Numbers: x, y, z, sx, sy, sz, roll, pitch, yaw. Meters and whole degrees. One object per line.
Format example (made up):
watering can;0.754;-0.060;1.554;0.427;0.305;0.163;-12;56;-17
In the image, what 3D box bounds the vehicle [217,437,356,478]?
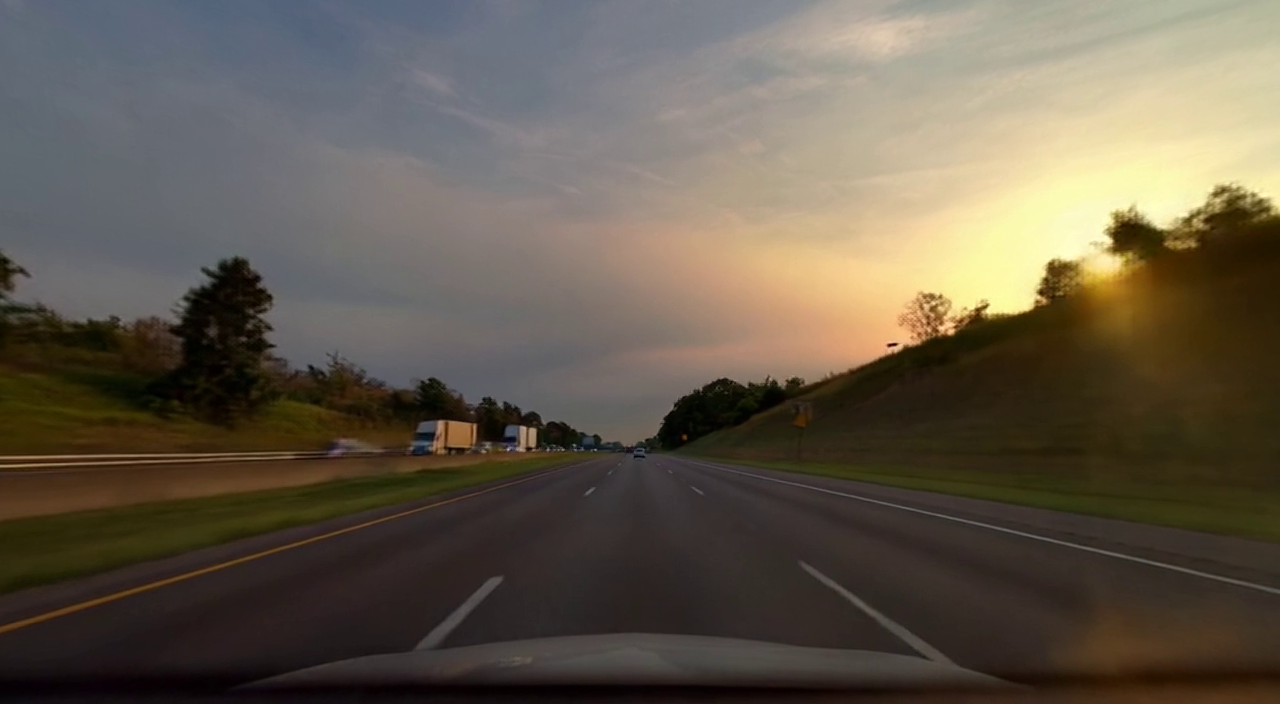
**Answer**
vehicle;-11.800;3.571;21.509;2.177;1.229;4.493;0;-9;0
